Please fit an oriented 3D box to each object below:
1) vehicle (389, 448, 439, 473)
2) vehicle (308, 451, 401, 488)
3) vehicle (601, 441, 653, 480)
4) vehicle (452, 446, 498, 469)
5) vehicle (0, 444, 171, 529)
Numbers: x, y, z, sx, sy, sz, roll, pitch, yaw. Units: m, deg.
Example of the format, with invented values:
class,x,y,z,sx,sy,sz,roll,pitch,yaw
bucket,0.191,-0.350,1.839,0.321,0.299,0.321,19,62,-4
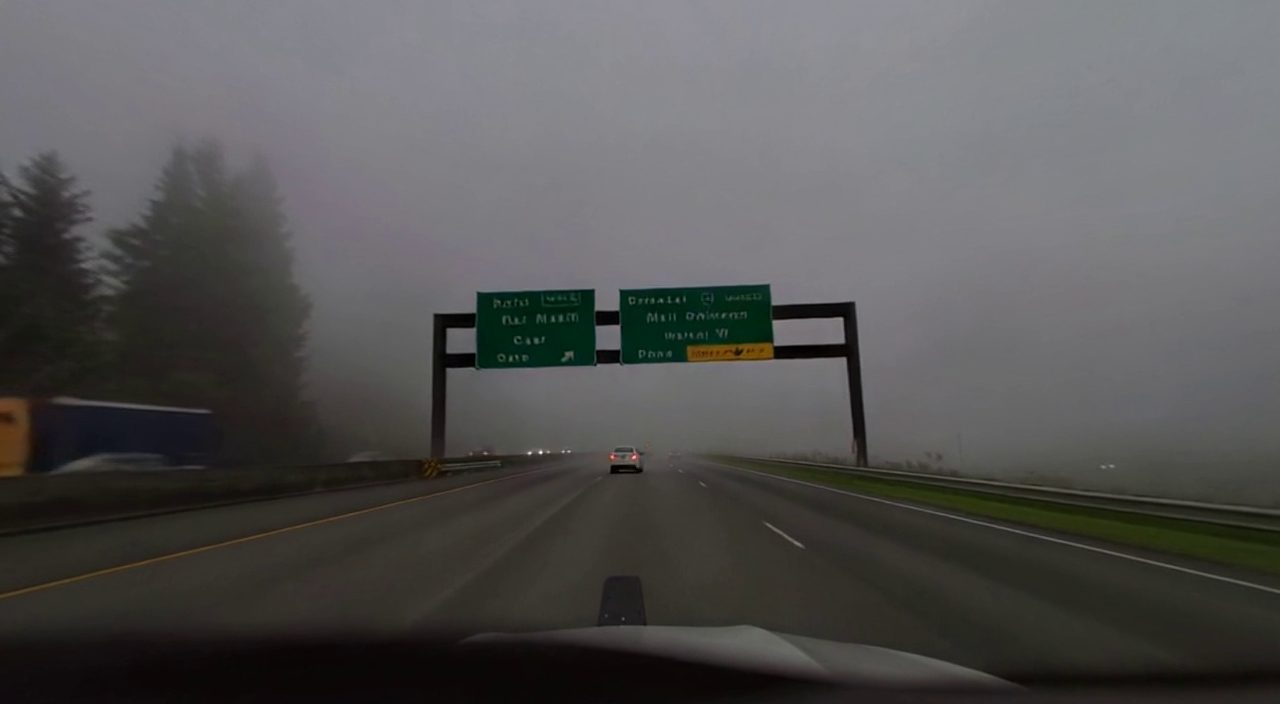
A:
class,x,y,z,sx,sy,sz,roll,pitch,yaw
vehicle,-16.542,7.939,46.326,1.951,1.749,4.298,0,-9,1
vehicle,-12.847,5.286,28.674,2.058,1.470,4.473,0,-9,1
vehicle,-0.482,4.683,27.312,1.936,1.545,4.116,-1,-9,3
vehicle,-11.714,7.496,44.986,1.969,1.539,4.538,0,-9,1
vehicle,-12.311,2.668,12.953,1.892,1.493,4.444,0,-9,0
